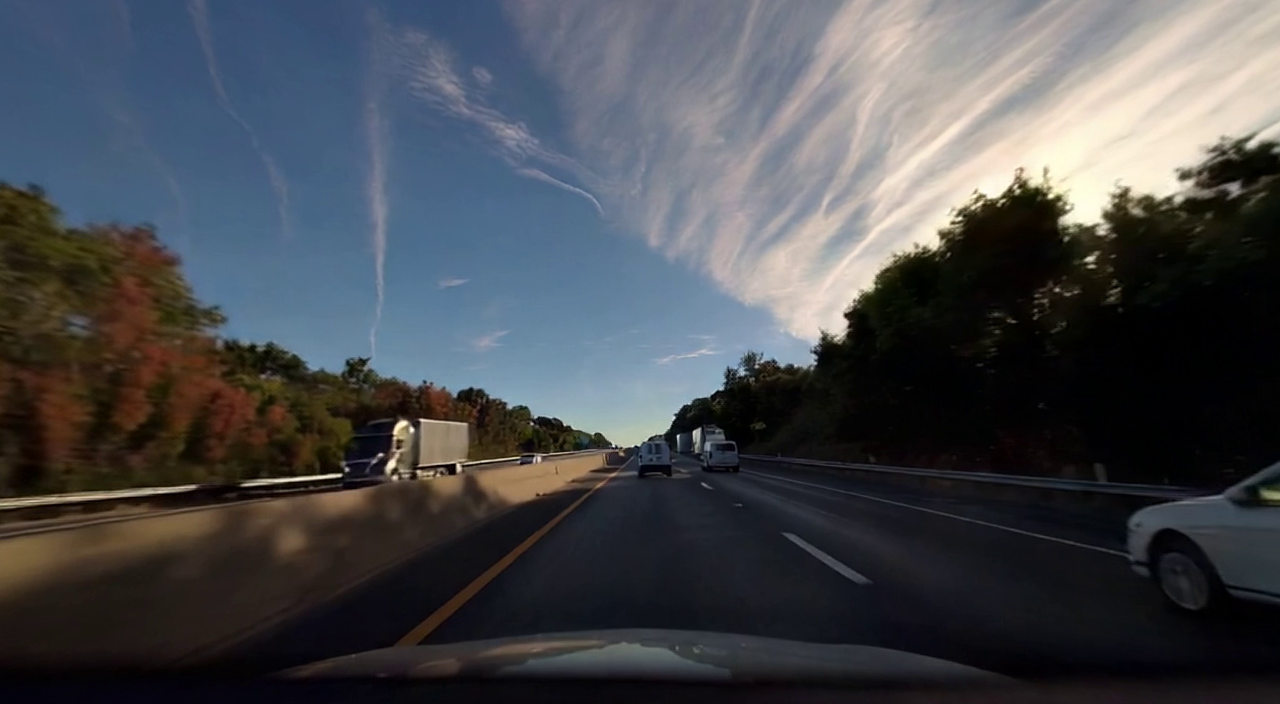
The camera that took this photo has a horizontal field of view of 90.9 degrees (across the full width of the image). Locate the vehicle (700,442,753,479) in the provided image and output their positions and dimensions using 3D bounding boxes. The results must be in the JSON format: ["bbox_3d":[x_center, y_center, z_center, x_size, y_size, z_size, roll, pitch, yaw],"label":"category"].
[{"bbox_3d":[4.196,5.321,31.251,1.961,1.689,3.971,0,-9,-1],"label":"vehicle"}]

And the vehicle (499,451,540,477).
[{"bbox_3d":[-8.259,7.714,43.652,1.911,1.666,4.389,0,-9,1],"label":"vehicle"}]

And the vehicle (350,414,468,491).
[{"bbox_3d":[-12.847,5.761,36.350,2.923,3.786,9.994,0,-9,0],"label":"vehicle"}]

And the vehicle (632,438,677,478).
[{"bbox_3d":[0.670,5.400,32.371,2.143,1.925,4.101,0,-9,0],"label":"vehicle"}]
